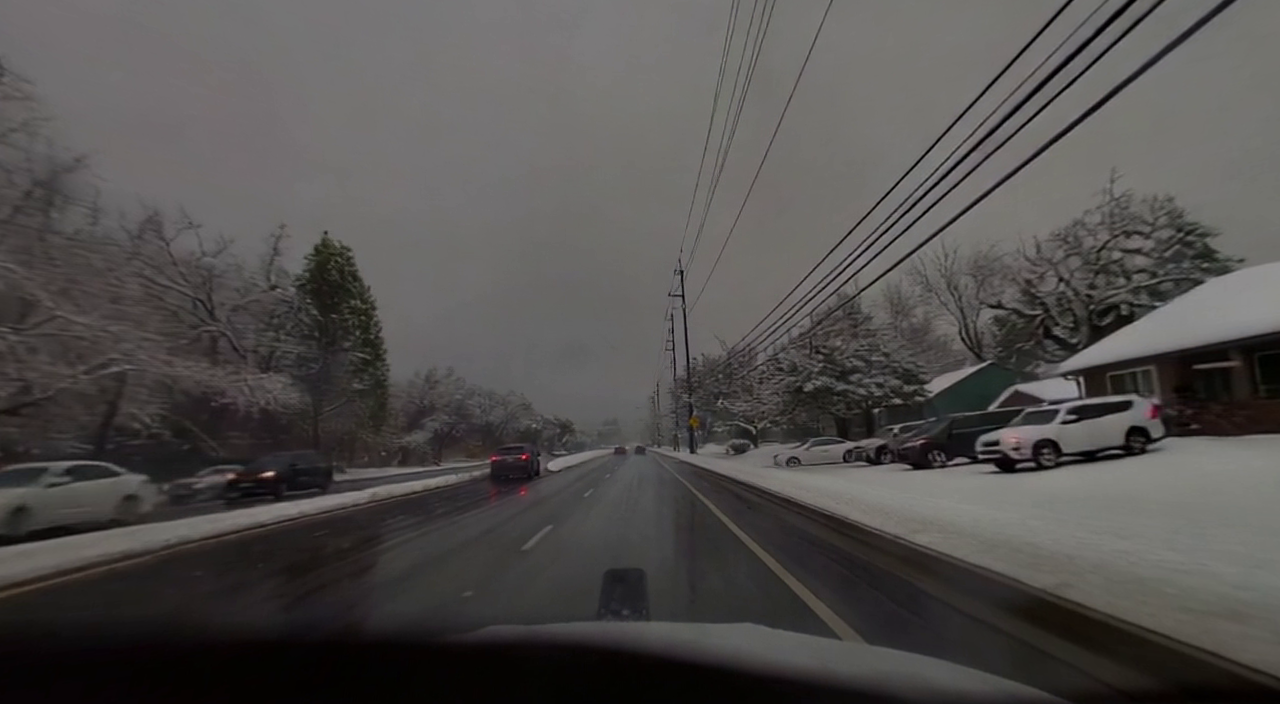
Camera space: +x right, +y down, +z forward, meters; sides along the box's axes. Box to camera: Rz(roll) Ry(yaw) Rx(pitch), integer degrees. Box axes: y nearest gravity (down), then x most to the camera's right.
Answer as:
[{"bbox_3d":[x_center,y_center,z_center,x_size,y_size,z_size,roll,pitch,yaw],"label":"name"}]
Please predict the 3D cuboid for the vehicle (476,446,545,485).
[{"bbox_3d":[-5.369,4.748,26.767,2.084,1.466,4.522,0,-9,-2],"label":"vehicle"}]

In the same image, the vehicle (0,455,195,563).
[{"bbox_3d":[-10.388,2.602,11.095,2.048,1.481,4.543,0,-9,-4],"label":"vehicle"}]

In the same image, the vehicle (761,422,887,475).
[{"bbox_3d":[8.241,4.403,28.595,4.840,1.583,2.324,-9,-10,-3],"label":"vehicle"}]

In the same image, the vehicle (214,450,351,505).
[{"bbox_3d":[-12.605,4.403,22.668,2.077,1.713,4.715,-1,-9,1],"label":"vehicle"}]

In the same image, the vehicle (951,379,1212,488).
[{"bbox_3d":[10.732,2.047,15.652,4.610,1.853,2.265,-8,-10,-3],"label":"vehicle"}]
